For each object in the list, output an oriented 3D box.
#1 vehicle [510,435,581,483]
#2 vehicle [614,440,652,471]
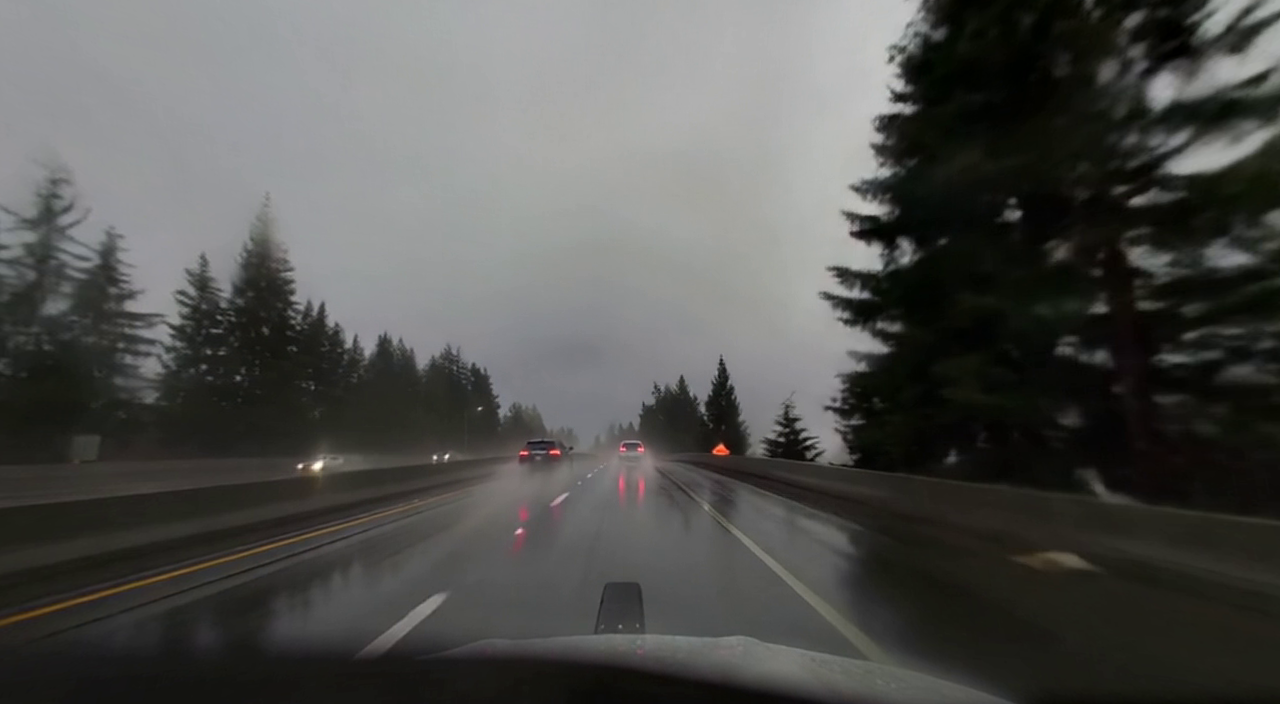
[{"bbox_3d":[-3.745,4.324,25.776,2.130,1.741,4.665,0,-8,1],"label":"vehicle"},{"bbox_3d":[-0.421,6.096,37.239,2.130,1.684,3.826,0,-8,-1],"label":"vehicle"}]
